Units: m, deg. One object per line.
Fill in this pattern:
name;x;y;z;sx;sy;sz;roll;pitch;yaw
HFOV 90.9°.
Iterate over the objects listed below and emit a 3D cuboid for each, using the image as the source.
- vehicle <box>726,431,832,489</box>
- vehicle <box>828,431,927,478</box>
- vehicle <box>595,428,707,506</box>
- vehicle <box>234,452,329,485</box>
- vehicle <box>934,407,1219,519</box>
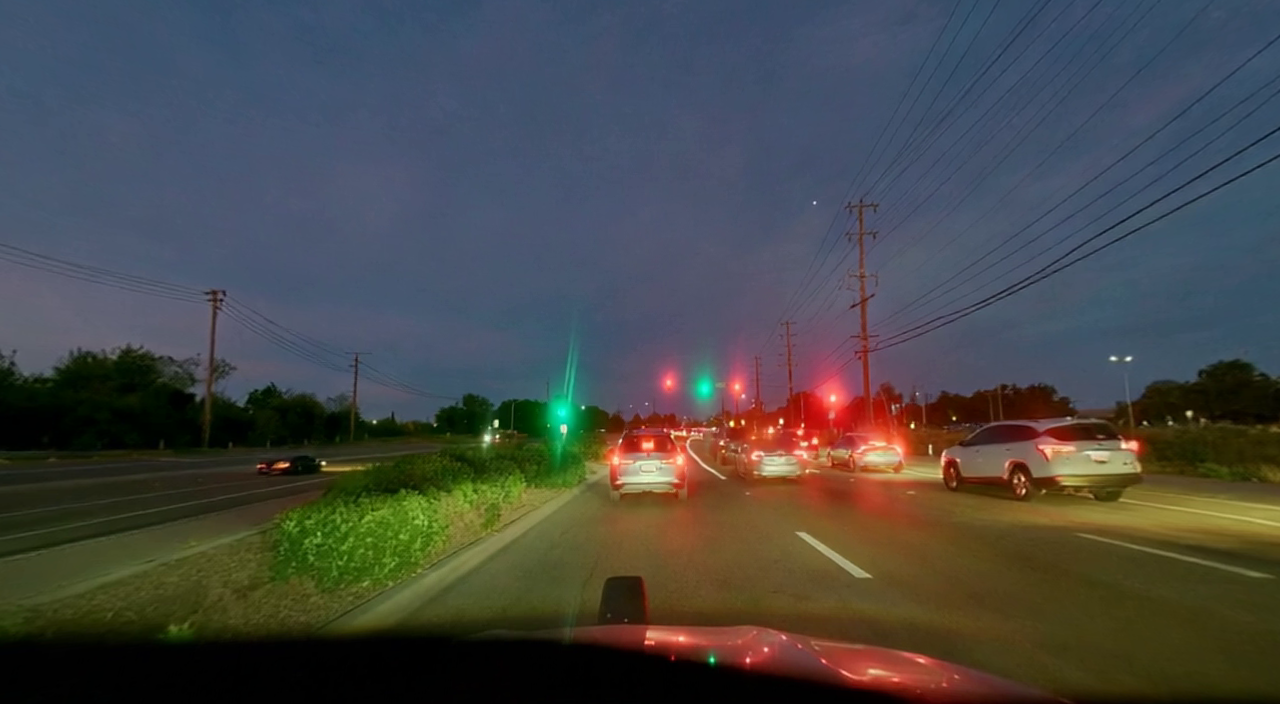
vehicle;3.826;3.068;18.232;2.028;1.454;4.531;0;-8;0
vehicle;8.181;3.580;22.235;1.905;1.483;4.469;-1;-8;2
vehicle;0.244;2.597;14.660;2.208;1.498;4.401;0;-8;1
vehicle;-17.349;5.632;30.777;1.986;1.404;4.177;-1;-8;4
vehicle;8.306;2.186;12.856;2.195;1.802;5.051;0;-8;1
